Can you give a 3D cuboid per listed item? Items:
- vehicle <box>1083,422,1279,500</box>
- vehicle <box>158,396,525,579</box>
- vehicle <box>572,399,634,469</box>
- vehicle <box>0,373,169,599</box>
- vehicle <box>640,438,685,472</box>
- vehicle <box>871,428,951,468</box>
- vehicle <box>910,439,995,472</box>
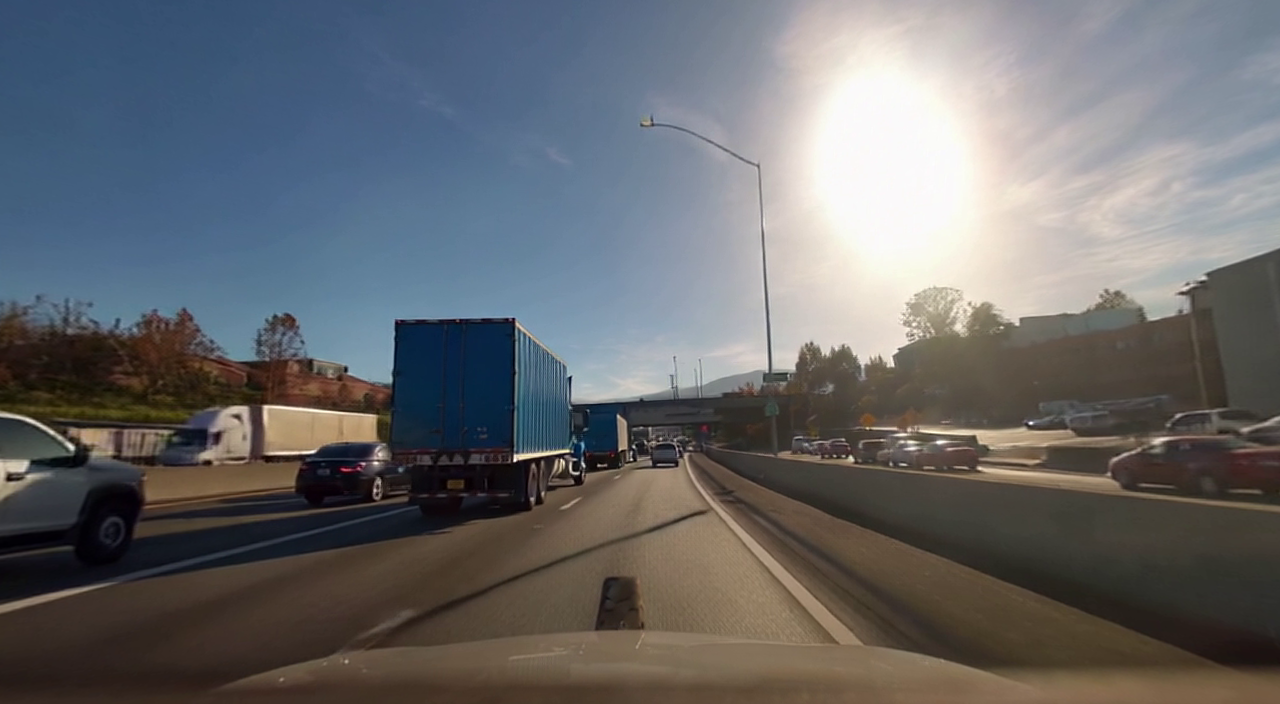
[{"bbox_3d":[14.017,2.694,15.935,2.237,1.656,4.676,0,-9,1],"label":"vehicle"},{"bbox_3d":[-3.312,1.622,8.074,2.896,1.779,3.441,-1,-9,3],"label":"vehicle"},{"bbox_3d":[-2.110,5.317,40.044,3.073,3.894,9.782,0,-9,1],"label":"vehicle"},{"bbox_3d":[-6.786,1.081,4.869,2.323,1.959,5.038,0,-9,0],"label":"vehicle"},{"bbox_3d":[1.185,5.274,32.389,2.178,1.640,4.071,-1,-9,3],"label":"vehicle"},{"bbox_3d":[15.198,5.437,35.765,2.241,2.052,5.864,-1,-9,4],"label":"vehicle"},{"bbox_3d":[14.768,4.914,30.047,1.859,1.452,4.749,-1,-9,4],"label":"vehicle"}]
